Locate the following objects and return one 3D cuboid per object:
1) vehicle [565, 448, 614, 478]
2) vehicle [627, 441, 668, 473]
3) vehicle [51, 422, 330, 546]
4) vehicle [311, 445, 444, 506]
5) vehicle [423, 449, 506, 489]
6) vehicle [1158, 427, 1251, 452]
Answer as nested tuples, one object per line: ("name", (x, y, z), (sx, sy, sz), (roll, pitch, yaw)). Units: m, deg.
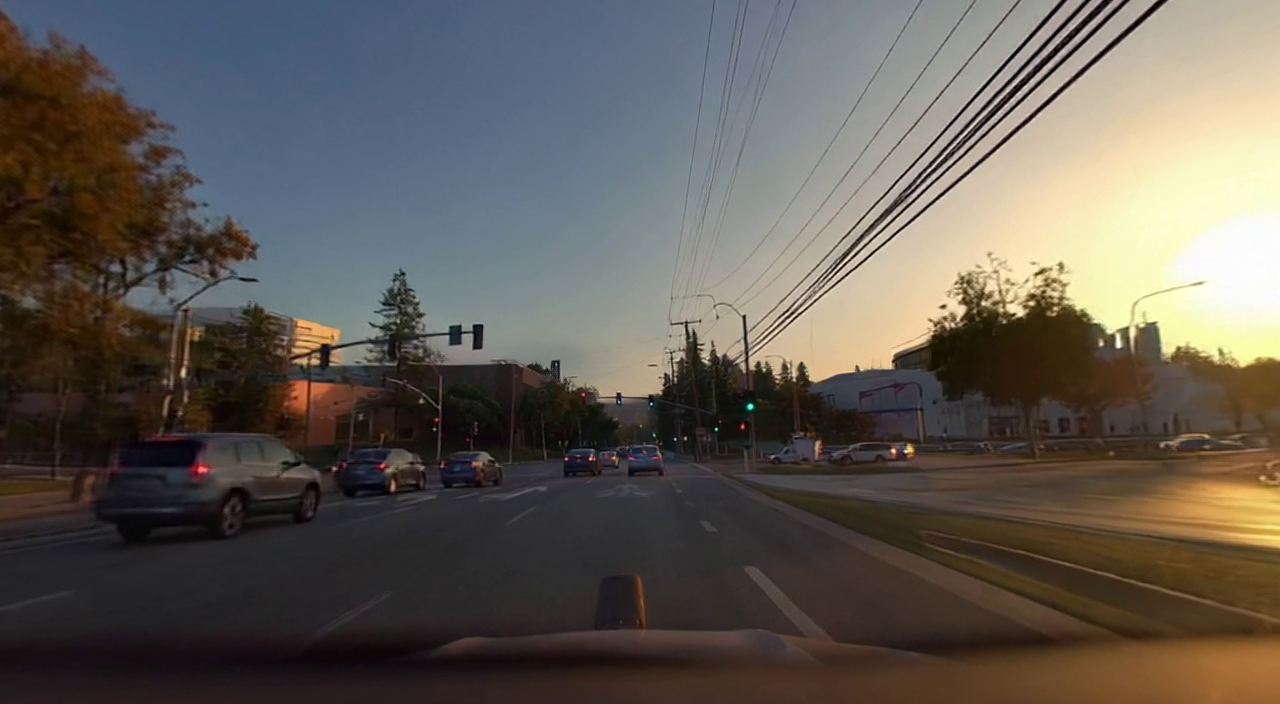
("vehicle", (-2.635, 5.870, 33.792), (2.064, 1.464, 4.373), (0, -8, 2))
("vehicle", (0.530, 6.378, 38.646), (2.276, 1.850, 3.897), (-1, -8, 4))
("vehicle", (-7.480, 2.205, 11.177), (1.860, 1.754, 4.089), (0, -8, 1))
("vehicle", (-7.528, 3.544, 18.646), (1.912, 1.573, 4.299), (0, -8, 2))
("vehicle", (-7.058, 4.741, 25.942), (1.904, 1.449, 4.580), (0, -8, 3))
("vehicle", (44.092, 6.875, 49.450), (4.988, 1.916, 2.172), (-1, -8, 4))
